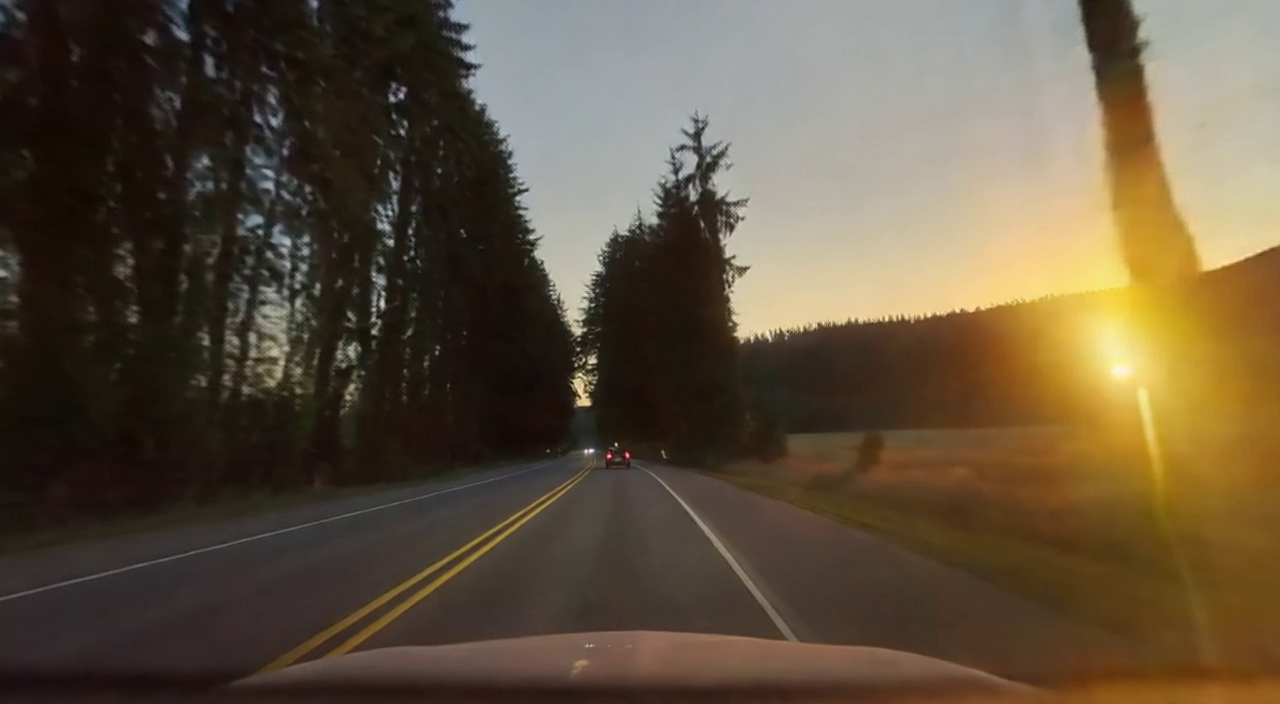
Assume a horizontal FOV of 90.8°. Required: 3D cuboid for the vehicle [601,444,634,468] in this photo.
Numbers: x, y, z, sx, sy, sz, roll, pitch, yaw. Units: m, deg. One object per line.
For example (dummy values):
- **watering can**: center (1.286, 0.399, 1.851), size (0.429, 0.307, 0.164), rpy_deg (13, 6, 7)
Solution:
- **vehicle**: center (-1.491, 6.881, 41.836), size (2.042, 1.489, 3.963), rpy_deg (0, -8, -2)
